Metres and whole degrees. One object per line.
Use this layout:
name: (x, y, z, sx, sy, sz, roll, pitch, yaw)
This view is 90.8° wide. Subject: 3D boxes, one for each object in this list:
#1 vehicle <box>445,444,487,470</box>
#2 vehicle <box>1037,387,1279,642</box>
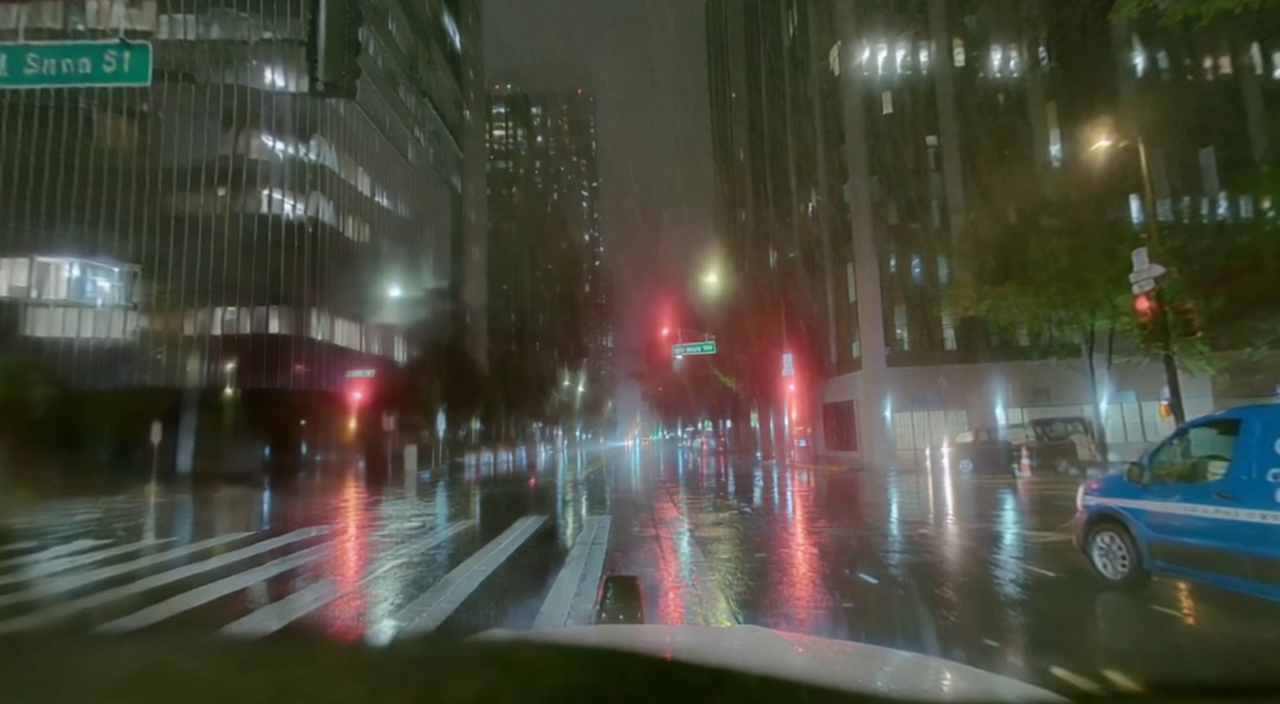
vehicle: (-12.445, 7.502, 45.395, 1.935, 1.639, 4.244, -3, -8, -2)
vehicle: (5.618, 1.180, 4.650, 2.070, 1.804, 4.881, 0, -8, -2)
